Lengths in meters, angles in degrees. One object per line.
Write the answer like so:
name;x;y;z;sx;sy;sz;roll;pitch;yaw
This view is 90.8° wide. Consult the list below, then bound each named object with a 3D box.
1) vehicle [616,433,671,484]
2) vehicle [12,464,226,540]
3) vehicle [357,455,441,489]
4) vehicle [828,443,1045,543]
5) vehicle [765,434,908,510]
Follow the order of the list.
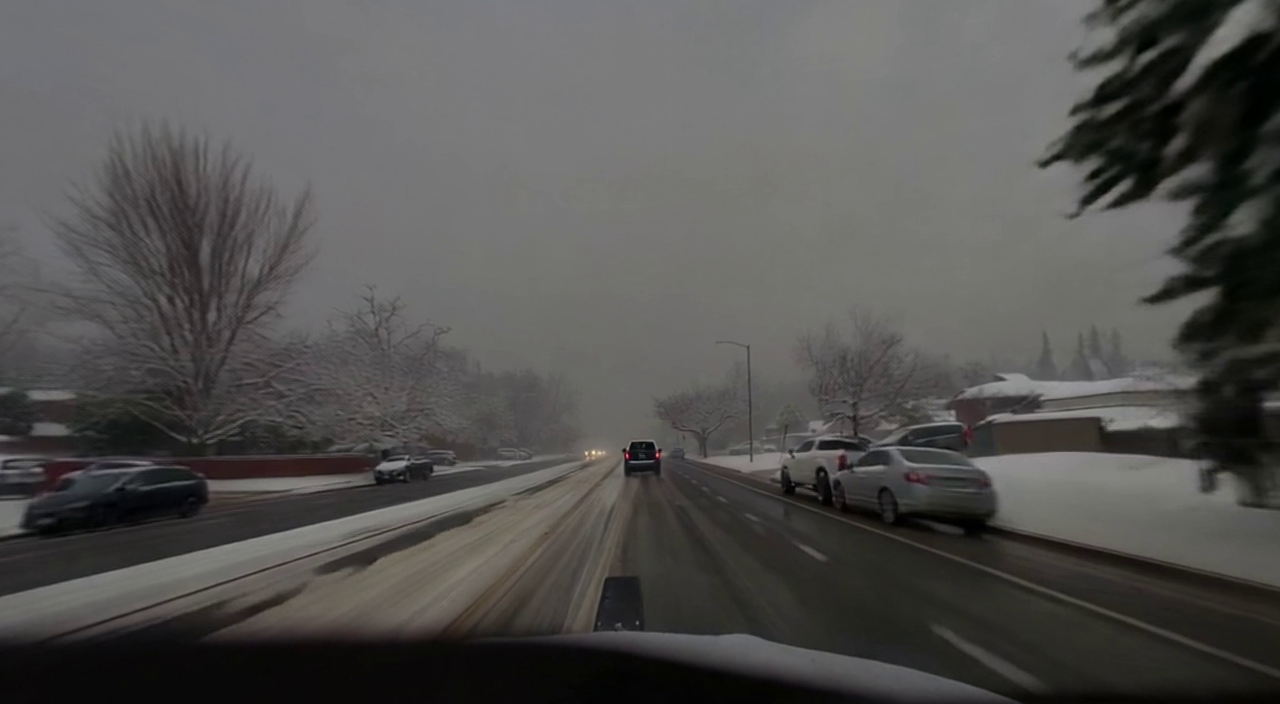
vehicle;0.114;4.474;26.867;2.153;1.942;4.767;0;-9;-1
vehicle;-12.260;3.499;15.270;1.920;1.476;3.826;0;-9;-2
vehicle;-12.460;6.221;33.131;2.192;1.541;5.391;0;-9;1
vehicle;5.055;2.423;11.558;1.902;1.472;4.139;0;-9;-1
vehicle;4.958;3.098;16.820;2.153;1.730;4.659;0;-9;-2
